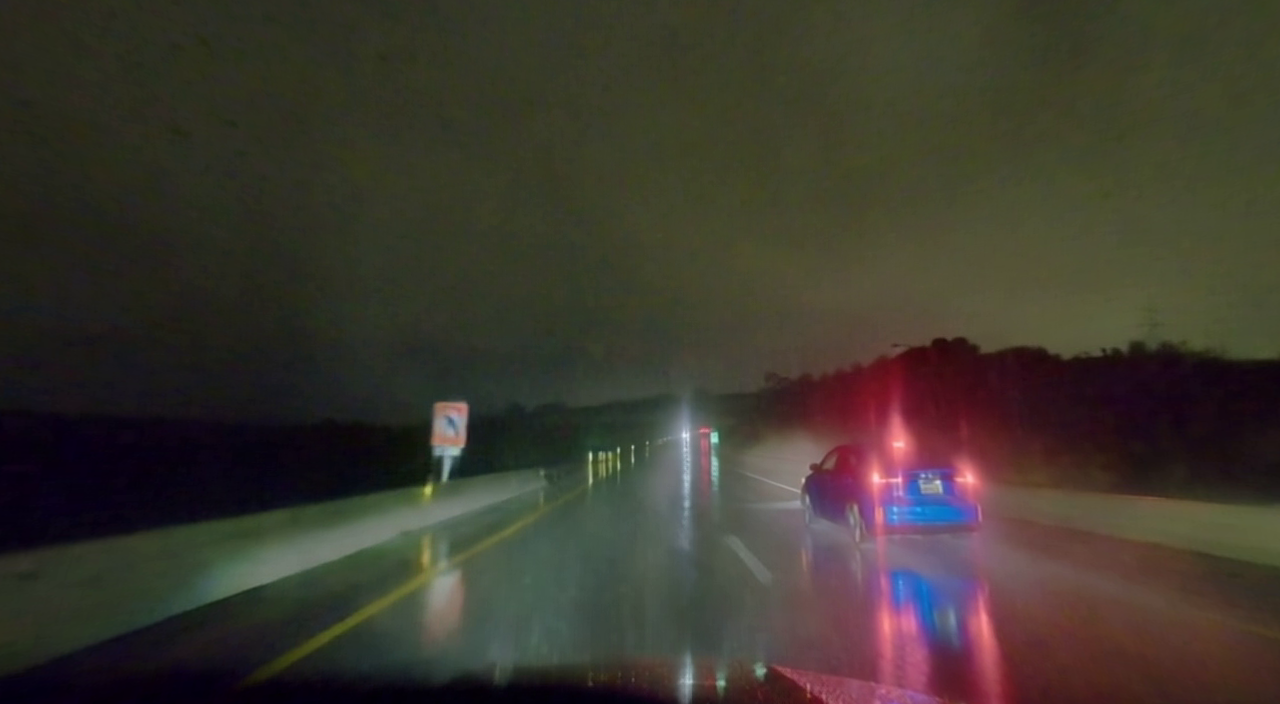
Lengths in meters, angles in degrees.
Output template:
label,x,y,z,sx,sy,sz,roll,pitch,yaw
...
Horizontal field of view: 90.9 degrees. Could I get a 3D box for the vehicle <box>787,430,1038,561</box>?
label,x,y,z,sx,sy,sz,roll,pitch,yaw
vehicle,3.695,1.999,9.521,1.997,1.515,4.025,0,-8,0
